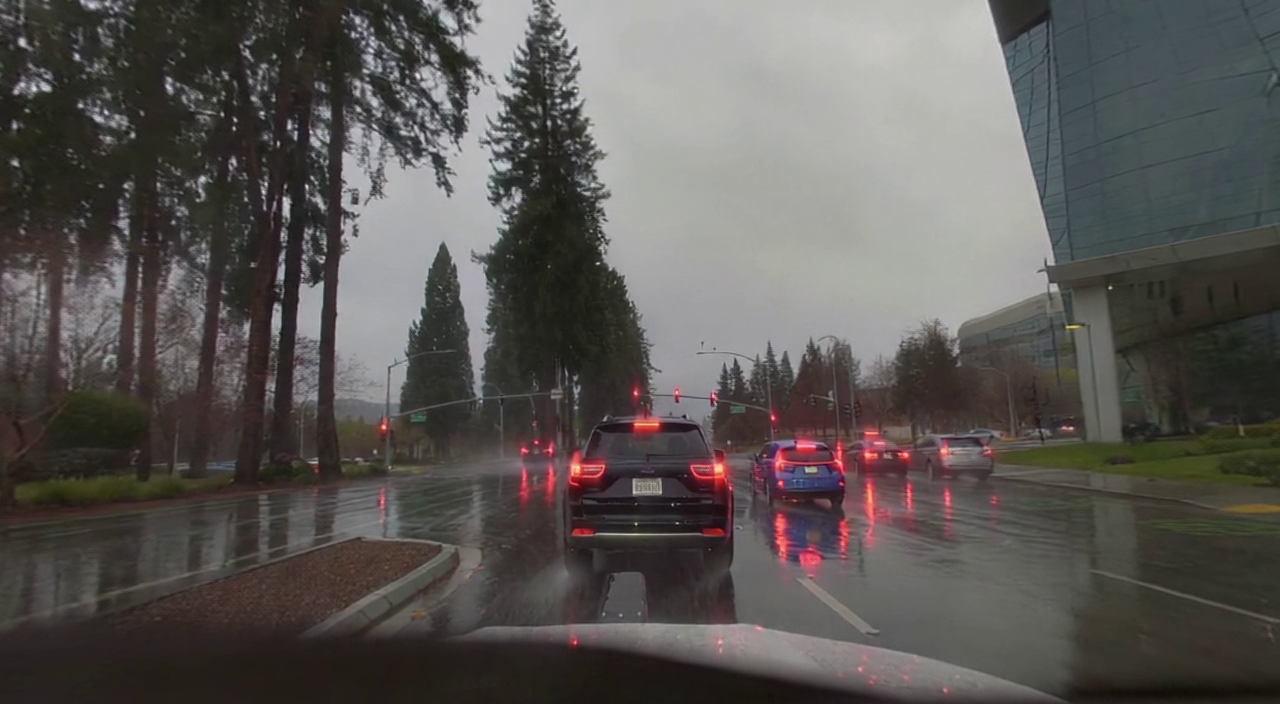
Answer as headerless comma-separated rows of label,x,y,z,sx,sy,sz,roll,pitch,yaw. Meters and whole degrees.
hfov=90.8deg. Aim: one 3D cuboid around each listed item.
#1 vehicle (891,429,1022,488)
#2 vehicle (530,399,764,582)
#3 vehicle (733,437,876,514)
vehicle,10.859,3.695,22.126,2.123,1.812,4.553,0,-9,-1
vehicle,0.062,1.655,8.268,2.266,1.762,4.131,0,-9,0
vehicle,3.498,2.715,14.394,1.997,1.471,4.321,0,-9,-1
